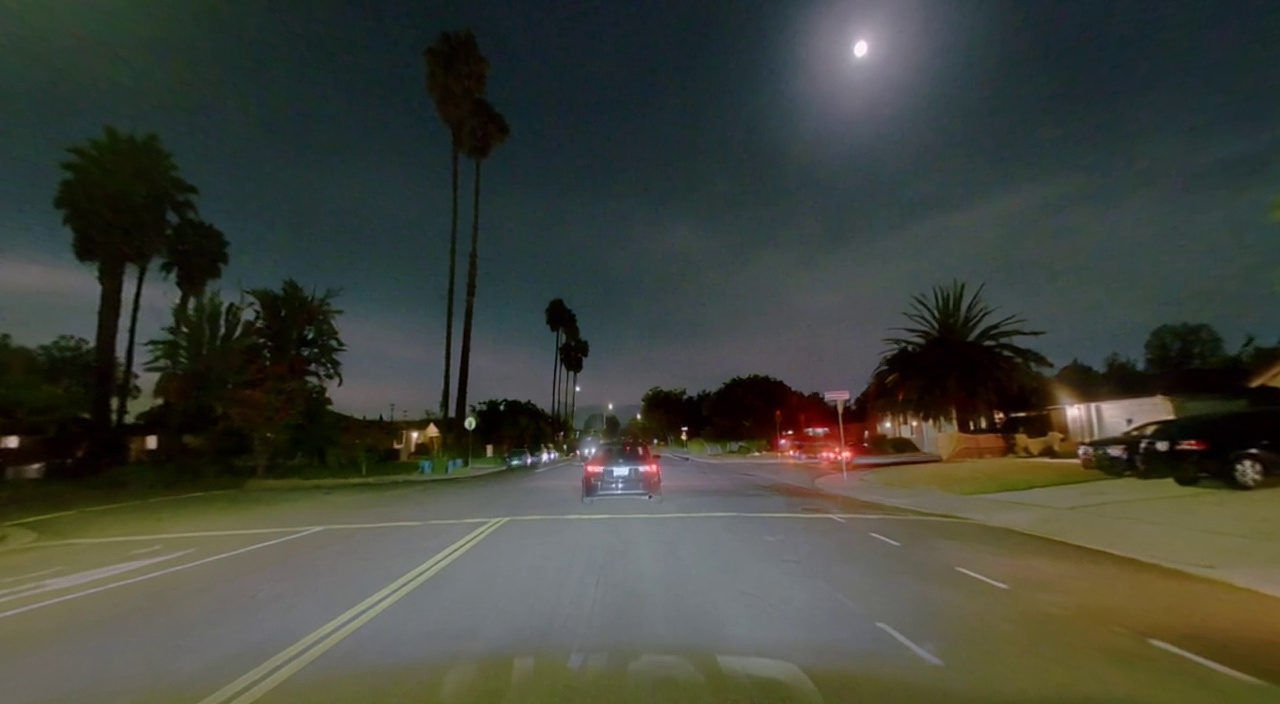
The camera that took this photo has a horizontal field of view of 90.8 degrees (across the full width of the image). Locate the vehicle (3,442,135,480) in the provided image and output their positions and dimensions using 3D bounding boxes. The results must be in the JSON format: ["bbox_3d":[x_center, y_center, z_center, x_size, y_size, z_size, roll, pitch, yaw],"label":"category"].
[{"bbox_3d":[-29.372,5.596,32.737,1.918,1.821,4.769,-1,-9,10],"label":"vehicle"}]

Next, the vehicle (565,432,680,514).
[{"bbox_3d":[-0.364,2.543,13.729,2.098,1.483,4.099,0,-9,-1],"label":"vehicle"}]

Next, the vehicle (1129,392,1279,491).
[{"bbox_3d":[13.759,1.888,13.372,4.913,1.930,2.020,-1,-9,5],"label":"vehicle"}]

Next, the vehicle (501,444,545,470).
[{"bbox_3d":[-8.042,7.201,43.658,2.069,1.441,4.368,-3,-7,1],"label":"vehicle"}]
